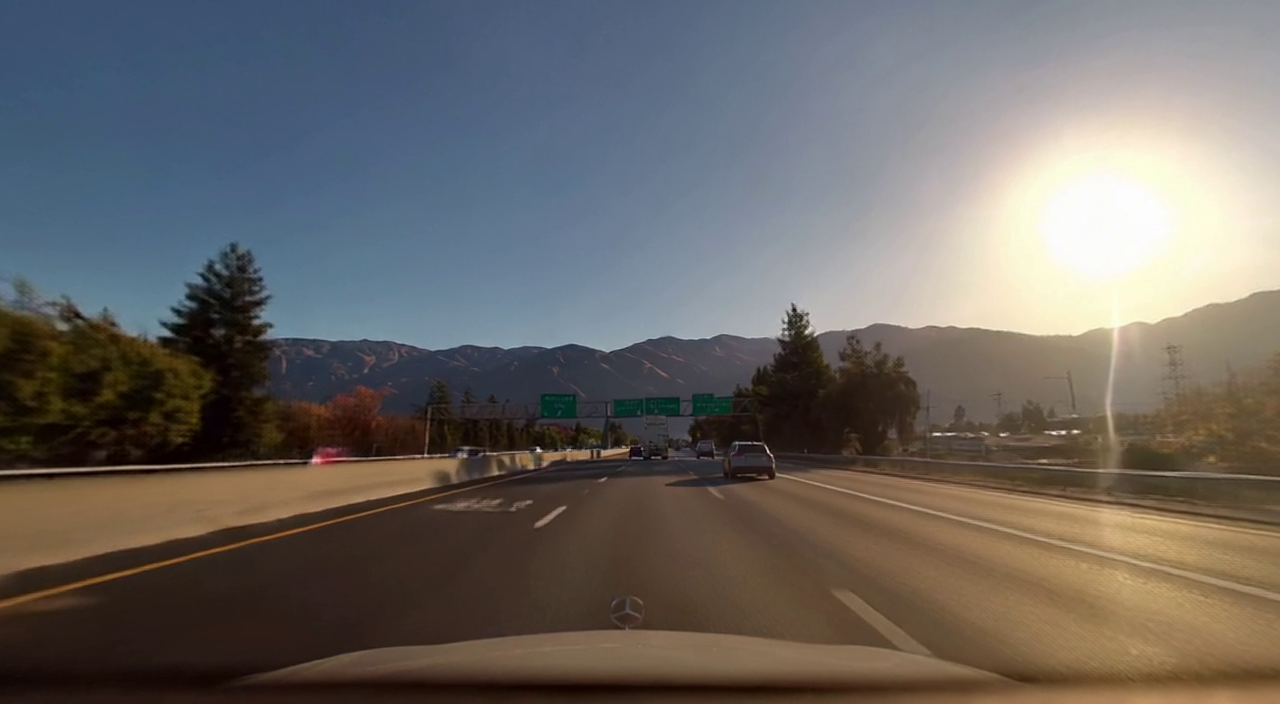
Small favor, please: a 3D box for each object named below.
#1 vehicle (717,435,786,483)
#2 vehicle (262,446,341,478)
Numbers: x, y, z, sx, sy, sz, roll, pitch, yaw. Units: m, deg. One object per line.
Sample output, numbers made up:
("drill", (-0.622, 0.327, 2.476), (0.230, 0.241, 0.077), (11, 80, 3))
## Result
("vehicle", (4.075, 3.963, 23.612), (1.880, 1.624, 3.941), (0, -8, 0))
("vehicle", (-19.068, 6.193, 35.739), (1.872, 1.654, 4.504), (0, -8, 1))
